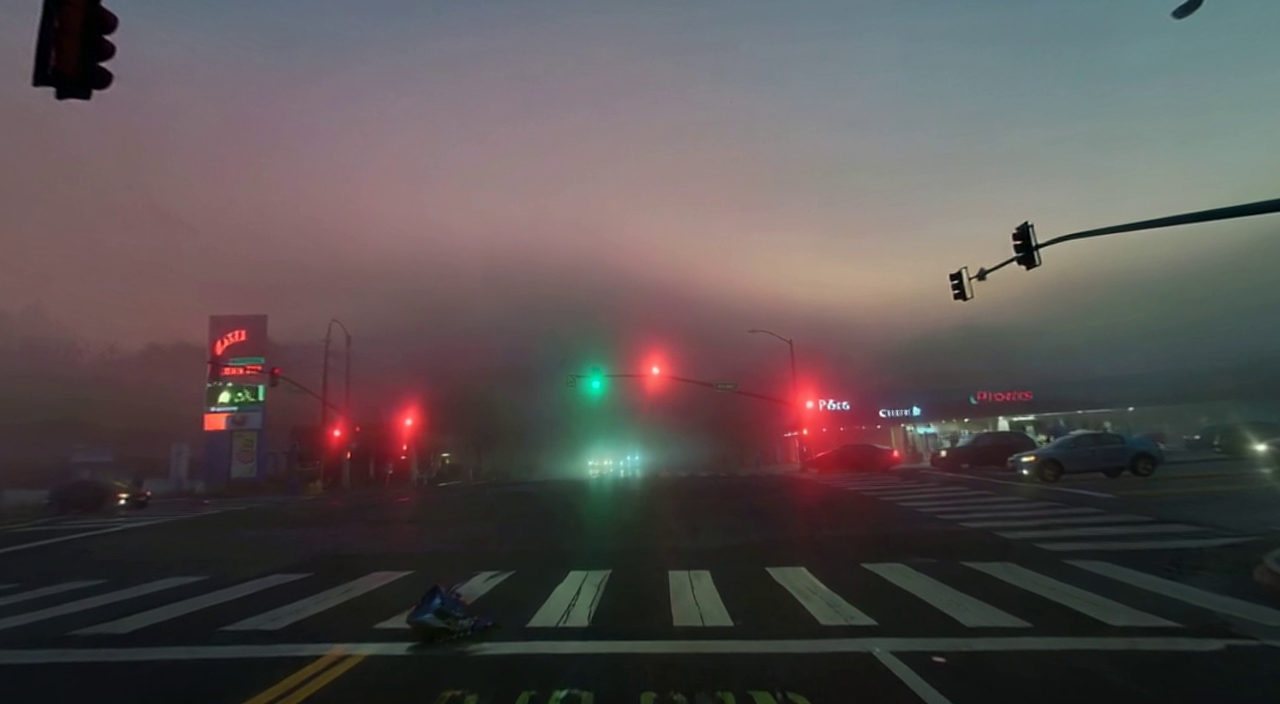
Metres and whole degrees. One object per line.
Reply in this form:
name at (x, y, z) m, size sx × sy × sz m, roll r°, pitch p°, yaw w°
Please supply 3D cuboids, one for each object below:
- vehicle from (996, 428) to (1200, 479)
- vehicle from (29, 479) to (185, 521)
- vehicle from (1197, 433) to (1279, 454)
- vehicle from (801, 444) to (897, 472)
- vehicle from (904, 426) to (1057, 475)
vehicle at (14.356, 3.232, 20.205) m, size 4.835 × 1.487 × 1.913 m, roll -3°, pitch -9°, yaw 20°
vehicle at (-21.161, 5.850, 25.174) m, size 4.676 × 1.463 × 1.909 m, roll -1°, pitch -8°, yaw 6°
vehicle at (42.044, 6.439, 44.448) m, size 4.347 × 1.446 × 1.777 m, roll 1°, pitch -9°, yaw -10°
vehicle at (11.562, 5.857, 35.018) m, size 4.728 × 1.468 × 2.083 m, roll -5°, pitch -9°, yaw 27°
vehicle at (13.000, 3.824, 24.519) m, size 4.916 × 1.730 × 1.986 m, roll -4°, pitch -9°, yaw 21°
